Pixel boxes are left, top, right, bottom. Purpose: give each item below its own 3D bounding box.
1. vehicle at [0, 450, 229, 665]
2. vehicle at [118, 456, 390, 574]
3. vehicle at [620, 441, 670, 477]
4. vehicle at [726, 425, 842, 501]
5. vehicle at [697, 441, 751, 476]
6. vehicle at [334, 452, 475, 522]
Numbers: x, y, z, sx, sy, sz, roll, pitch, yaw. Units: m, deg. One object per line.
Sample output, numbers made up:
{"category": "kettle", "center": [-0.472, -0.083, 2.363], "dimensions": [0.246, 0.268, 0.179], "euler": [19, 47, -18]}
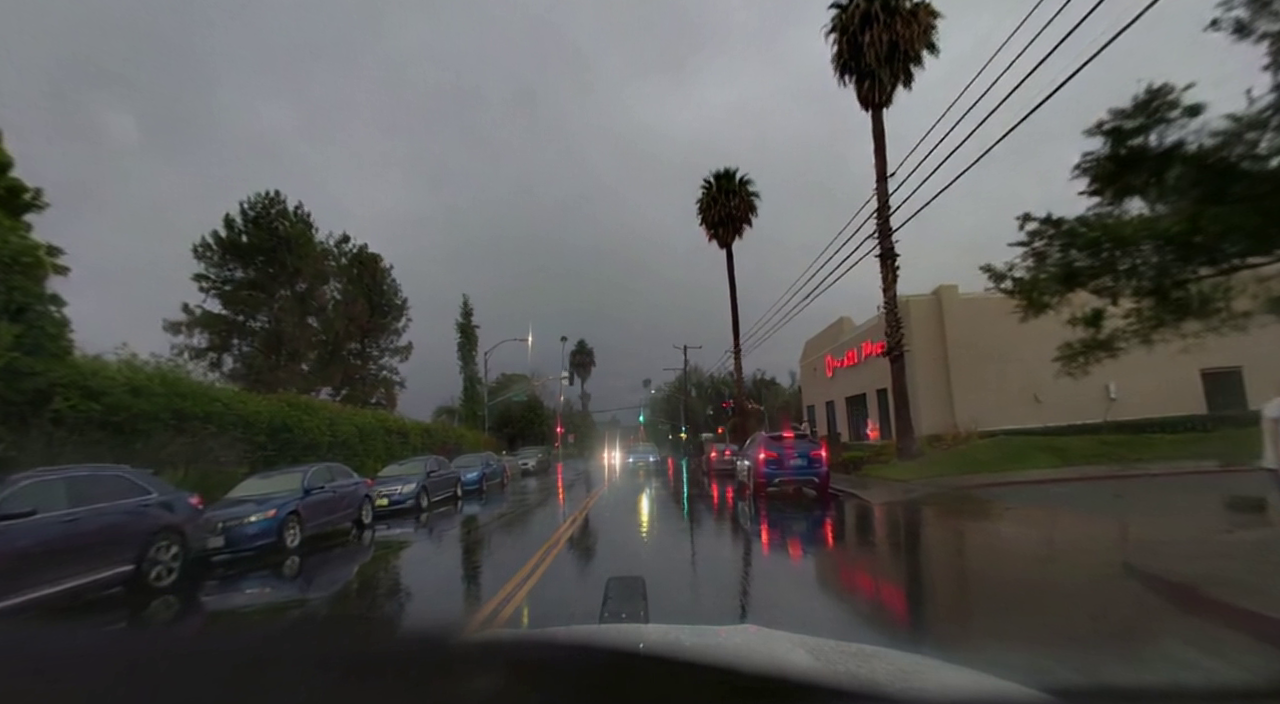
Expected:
{"category": "vehicle", "center": [-6.148, 1.879, 5.388], "dimensions": [2.186, 1.621, 4.795], "euler": [-10, -8, -4]}
{"category": "vehicle", "center": [-6.170, 2.597, 10.858], "dimensions": [1.810, 1.489, 4.336], "euler": [-1, -8, 2]}
{"category": "vehicle", "center": [0.194, 4.666, 27.763], "dimensions": [2.060, 1.452, 4.078], "euler": [0, -8, 0]}
{"category": "vehicle", "center": [3.804, 3.026, 17.746], "dimensions": [2.099, 1.786, 5.198], "euler": [0, -8, 1]}
{"category": "vehicle", "center": [3.751, 4.799, 28.771], "dimensions": [1.821, 1.417, 4.454], "euler": [0, -8, 0]}
{"category": "vehicle", "center": [-6.006, 3.467, 16.795], "dimensions": [1.874, 1.472, 4.668], "euler": [-1, -8, 1]}
